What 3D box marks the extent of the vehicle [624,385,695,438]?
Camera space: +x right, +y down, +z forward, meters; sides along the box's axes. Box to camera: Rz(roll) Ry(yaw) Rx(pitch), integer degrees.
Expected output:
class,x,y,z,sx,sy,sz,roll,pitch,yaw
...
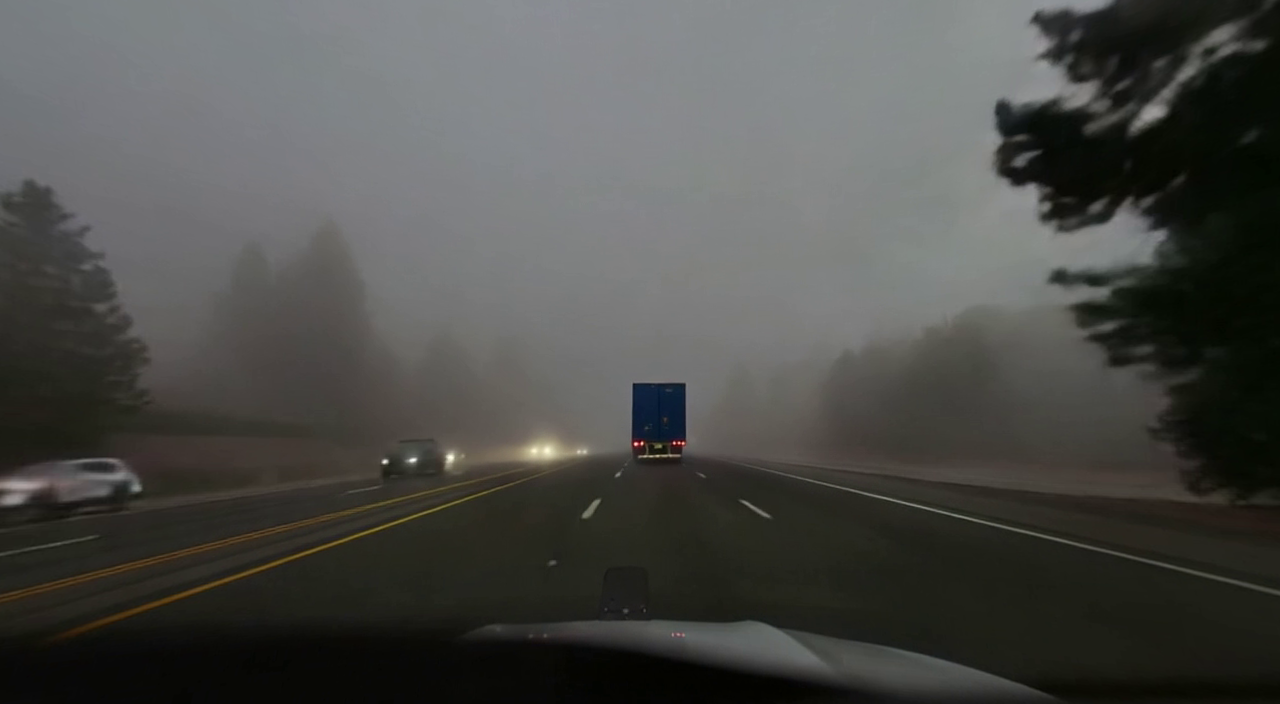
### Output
class,x,y,z,sx,sy,sz,roll,pitch,yaw
vehicle,0.659,2.488,25.321,2.509,1.890,4.732,0,-8,-2

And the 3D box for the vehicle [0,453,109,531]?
class,x,y,z,sx,sy,sz,roll,pitch,yaw
vehicle,-14.679,3.125,14.014,1.869,1.620,4.362,-2,-8,0

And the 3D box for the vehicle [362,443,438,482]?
class,x,y,z,sx,sy,sz,roll,pitch,yaw
vehicle,-11.360,5.216,30.096,1.873,1.712,4.097,0,-8,2
